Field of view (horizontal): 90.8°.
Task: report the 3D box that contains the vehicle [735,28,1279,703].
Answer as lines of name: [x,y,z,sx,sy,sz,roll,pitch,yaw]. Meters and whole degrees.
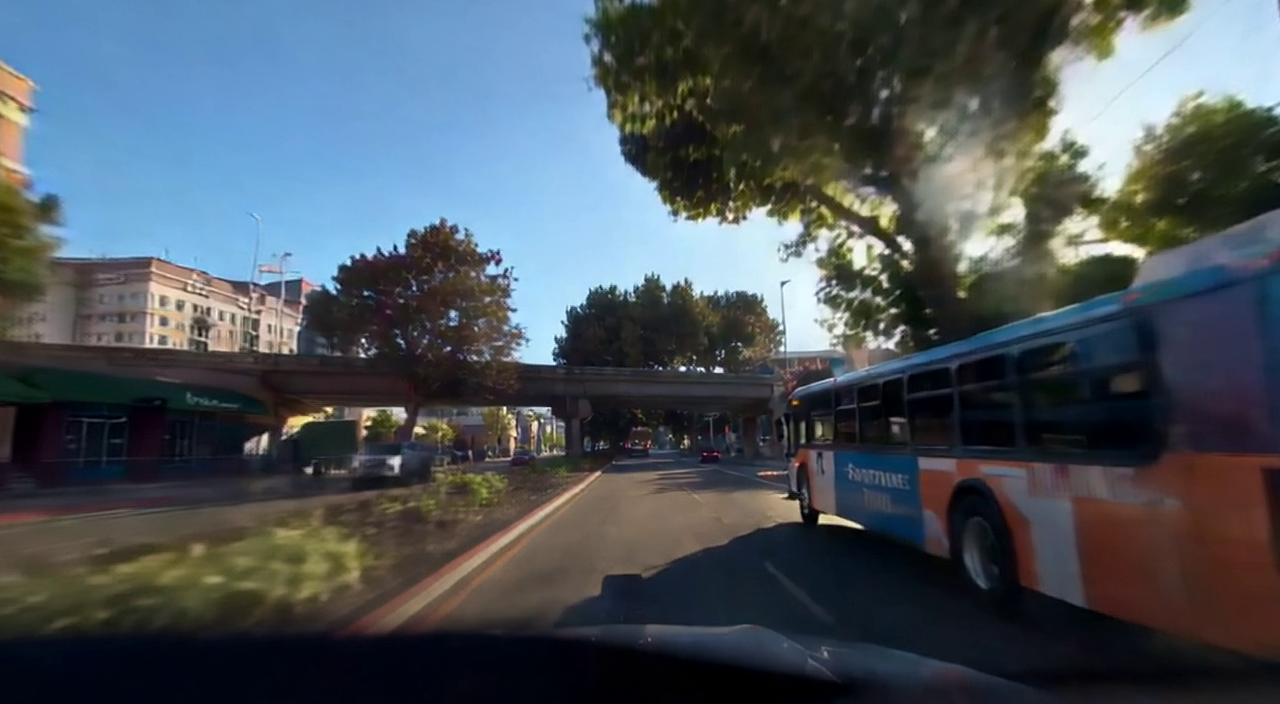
vehicle: [4.115,0.946,8.156,3.043,3.162,13.806,0,-8,-3]
